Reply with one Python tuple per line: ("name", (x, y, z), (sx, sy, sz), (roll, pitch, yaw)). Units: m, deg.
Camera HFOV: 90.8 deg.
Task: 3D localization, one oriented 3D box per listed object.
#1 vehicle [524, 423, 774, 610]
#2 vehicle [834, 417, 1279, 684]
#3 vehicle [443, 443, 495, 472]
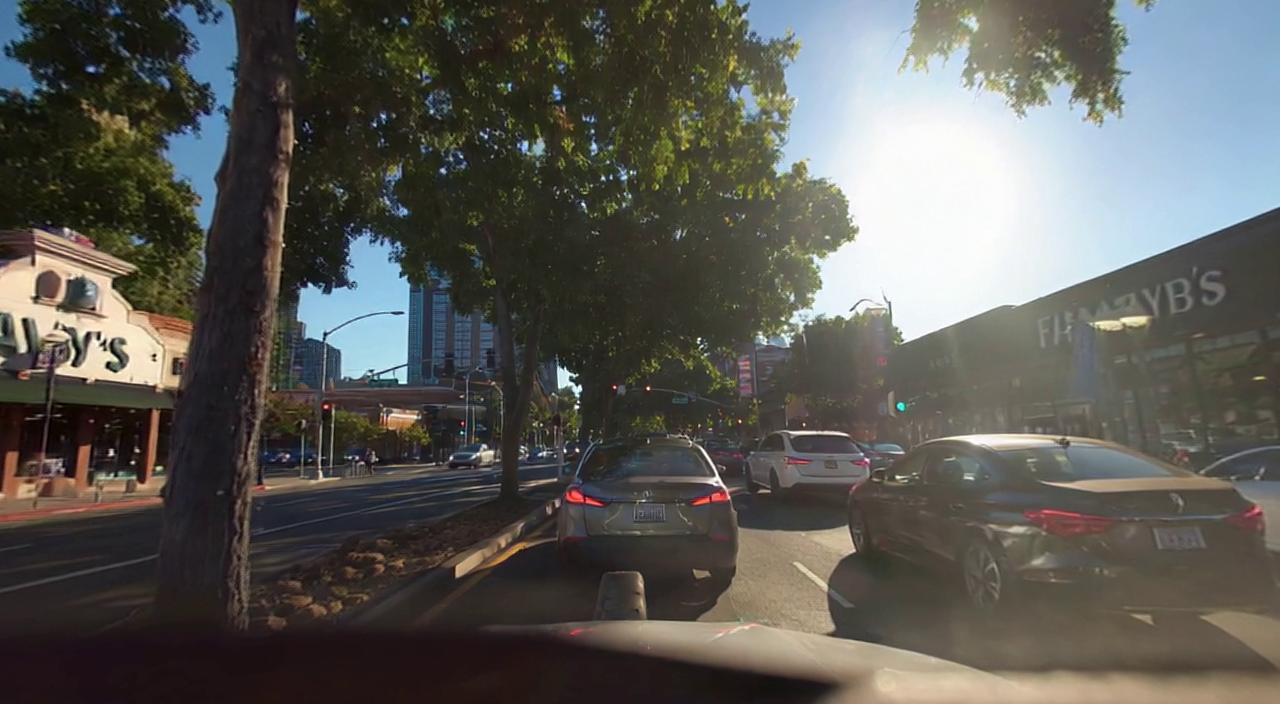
("vehicle", (0.054, 1.596, 6.930), (2.006, 1.487, 3.535), (0, -9, -1))
("vehicle", (3.397, 1.429, 5.698), (1.988, 1.480, 4.195), (0, -9, 1))
("vehicle", (-11.159, 6.882, 41.547), (2.042, 1.749, 4.629), (-1, -9, 1))
